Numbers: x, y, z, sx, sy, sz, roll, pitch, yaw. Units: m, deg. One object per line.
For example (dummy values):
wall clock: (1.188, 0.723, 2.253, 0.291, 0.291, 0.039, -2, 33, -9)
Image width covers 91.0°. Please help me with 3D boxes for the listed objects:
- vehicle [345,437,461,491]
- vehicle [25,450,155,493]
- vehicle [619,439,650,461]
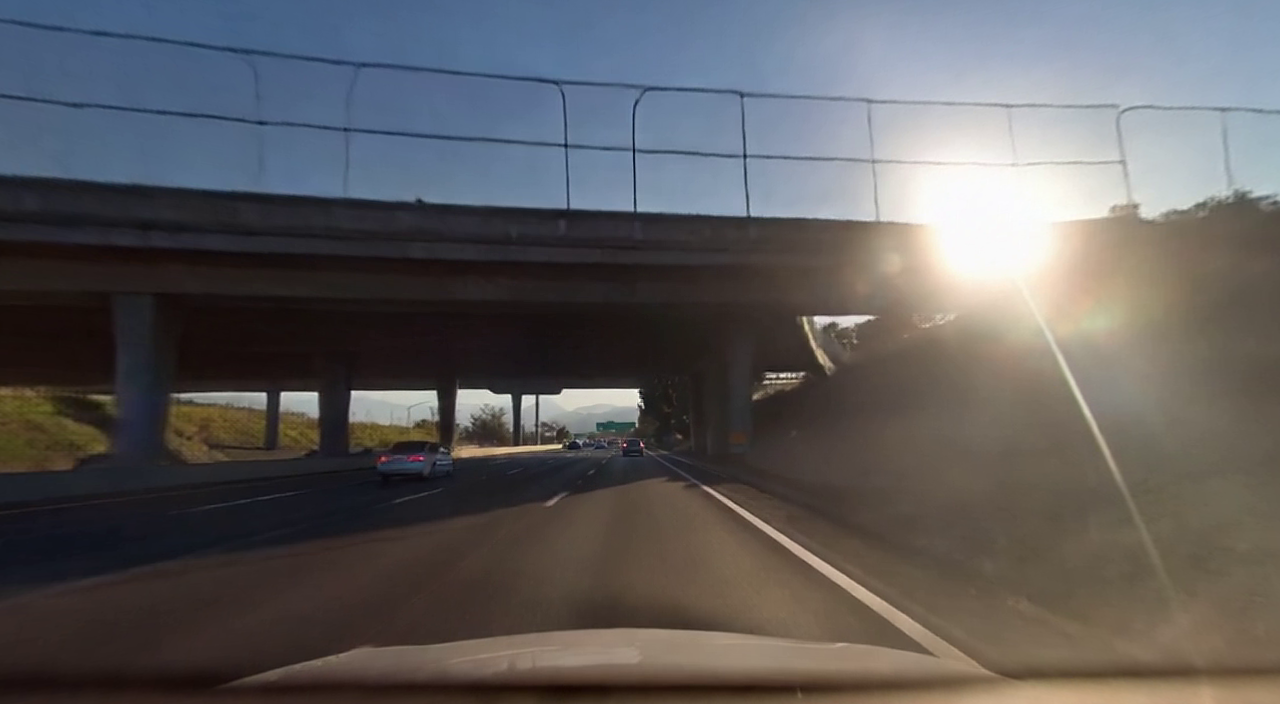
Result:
vehicle: (-7.358, 3.503, 20.166, 1.939, 1.504, 4.727, 0, -8, -1)
vehicle: (-23.050, 5.003, 26.624, 1.953, 1.578, 3.980, 0, -8, -2)
vehicle: (-0.383, 6.886, 44.210, 2.072, 1.440, 3.690, 0, -8, -1)
